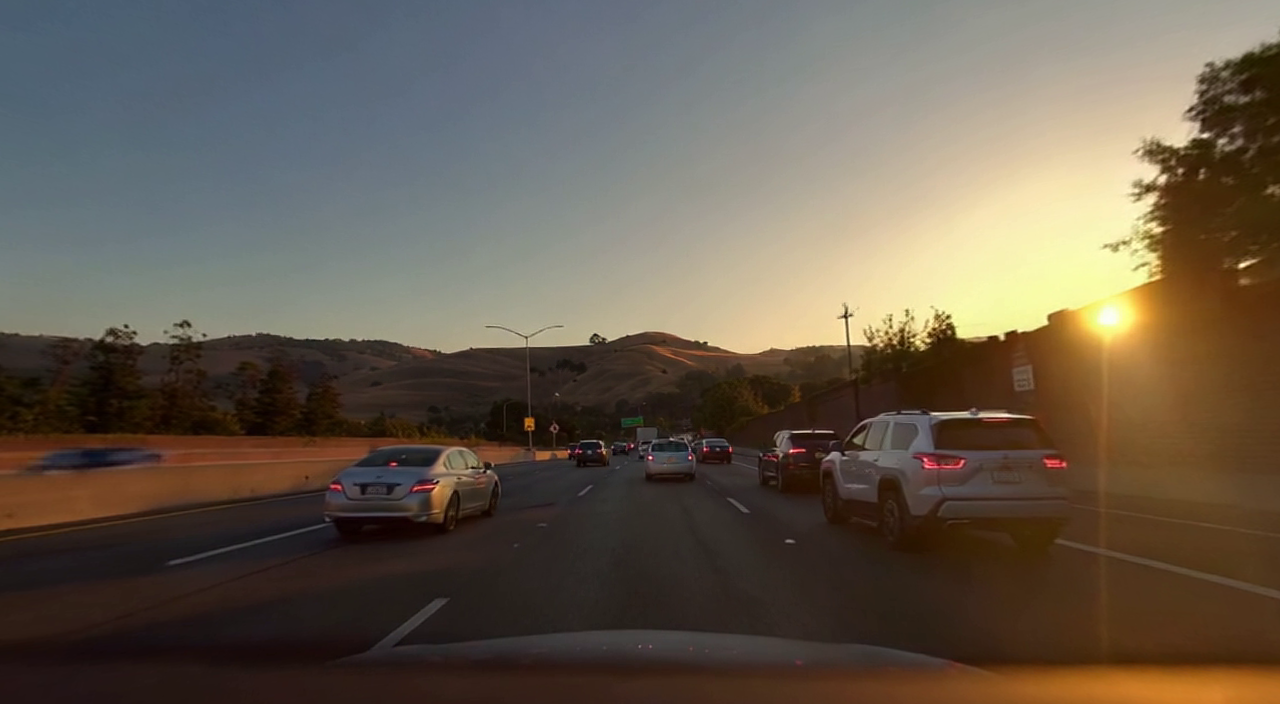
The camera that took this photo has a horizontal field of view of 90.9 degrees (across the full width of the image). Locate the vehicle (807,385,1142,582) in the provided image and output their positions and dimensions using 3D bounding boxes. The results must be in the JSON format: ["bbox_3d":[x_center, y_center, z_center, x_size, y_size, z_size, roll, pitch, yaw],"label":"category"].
[{"bbox_3d":[3.708,1.542,8.141,1.930,1.831,4.344,0,-8,0],"label":"vehicle"}]

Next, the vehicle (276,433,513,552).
[{"bbox_3d":[-3.500,2.069,10.065,1.961,1.456,4.362,0,-8,1],"label":"vehicle"}]

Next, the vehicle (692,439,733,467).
[{"bbox_3d":[4.097,5.746,36.068,1.855,1.513,3.915,0,-8,0],"label":"vehicle"}]

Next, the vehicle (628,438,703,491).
[{"bbox_3d":[0.726,3.449,19.676,2.105,1.471,3.978,0,-8,0],"label":"vehicle"}]

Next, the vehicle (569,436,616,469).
[{"bbox_3d":[-2.730,5.913,37.369,2.154,1.793,4.736,0,-8,3],"label":"vehicle"}]

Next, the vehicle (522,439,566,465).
[{"bbox_3d":[-6.640,6.954,44.101,2.055,1.751,4.825,0,-8,3],"label":"vehicle"}]

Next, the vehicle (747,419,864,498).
[{"bbox_3d":[4.305,2.856,17.264,1.970,1.872,4.575,0,-8,0],"label":"vehicle"}]
